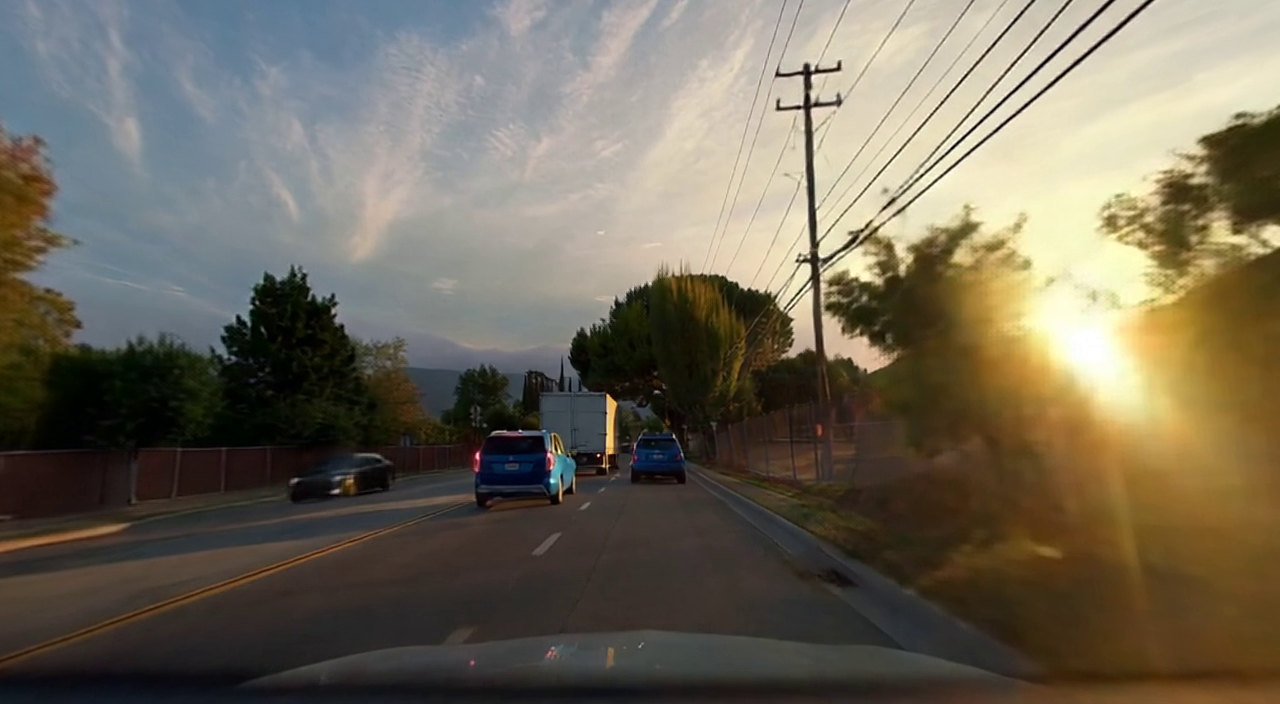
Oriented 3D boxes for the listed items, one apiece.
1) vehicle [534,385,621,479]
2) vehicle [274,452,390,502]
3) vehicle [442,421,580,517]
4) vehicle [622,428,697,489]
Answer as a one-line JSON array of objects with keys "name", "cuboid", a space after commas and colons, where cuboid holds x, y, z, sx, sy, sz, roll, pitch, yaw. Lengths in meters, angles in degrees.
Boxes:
[{"name": "vehicle", "cuboid": [-2.634, 3.974, 30.388, 2.928, 3.658, 10.953, 0, -9, 1]}, {"name": "vehicle", "cuboid": [-11.525, 4.662, 24.018, 2.077, 1.638, 4.584, 0, -9, 0]}, {"name": "vehicle", "cuboid": [-2.709, 2.595, 14.455, 2.093, 1.832, 4.508, 0, -9, 1]}, {"name": "vehicle", "cuboid": [0.610, 3.429, 20.549, 2.174, 1.749, 4.113, 0, -9, 1]}]
